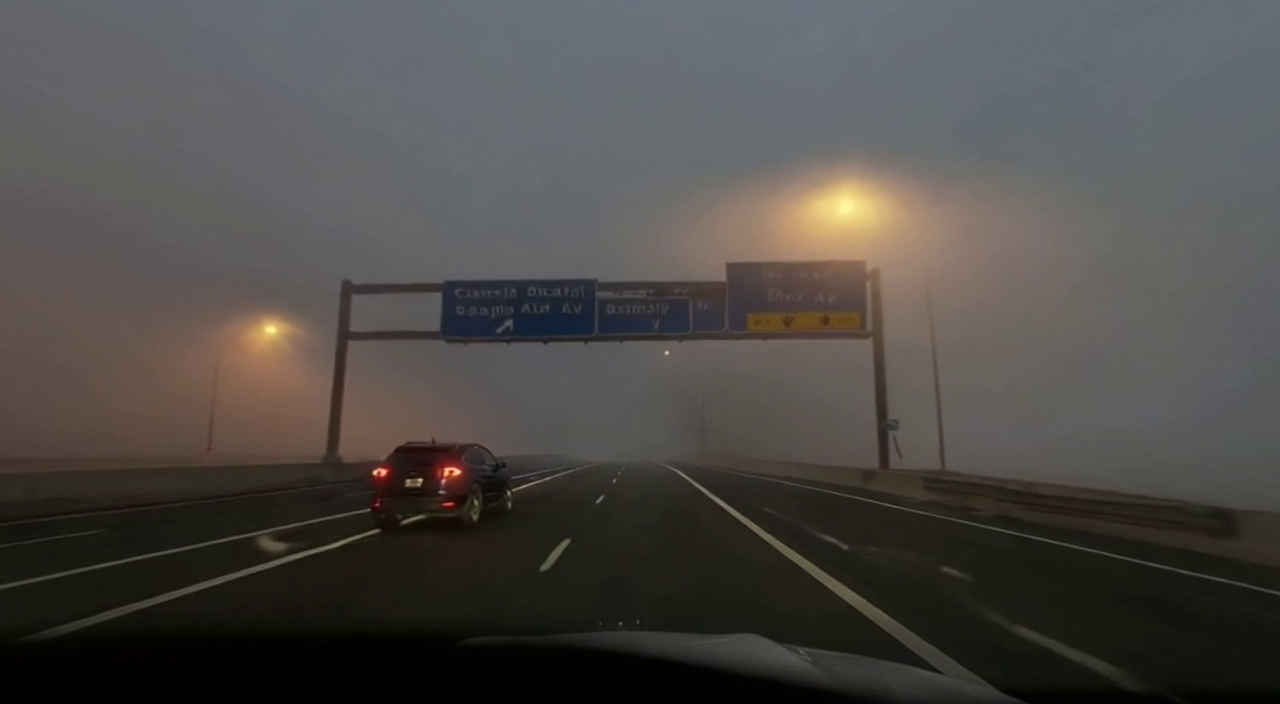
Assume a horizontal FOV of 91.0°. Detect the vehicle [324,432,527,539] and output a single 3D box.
[{"bbox_3d":[-3.640,2.366,11.898,2.069,1.560,5.018,0,-9,0],"label":"vehicle"}]
